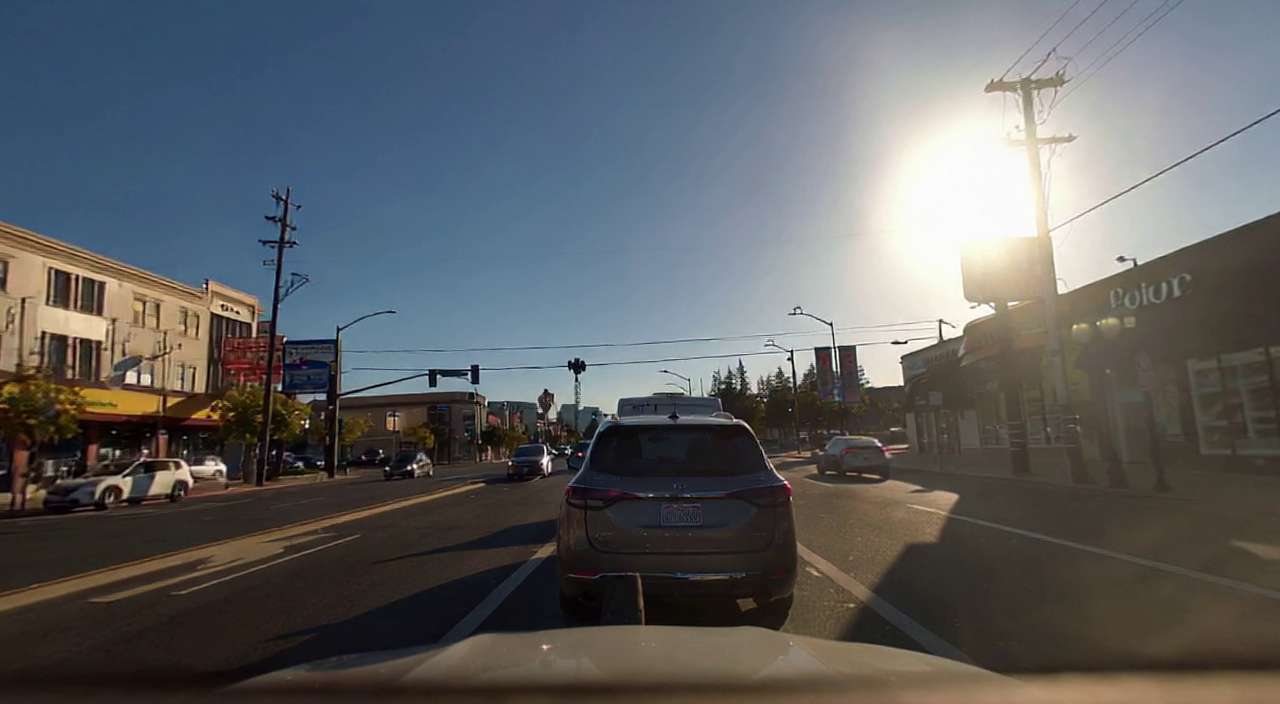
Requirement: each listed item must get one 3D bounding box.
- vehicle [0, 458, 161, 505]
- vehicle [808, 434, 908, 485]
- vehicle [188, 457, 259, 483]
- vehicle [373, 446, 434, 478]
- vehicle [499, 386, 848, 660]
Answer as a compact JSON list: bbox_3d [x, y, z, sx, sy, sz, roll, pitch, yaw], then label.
[{"bbox_3d":[-22.516,5.155,25.439,4.608,1.659,1.981,4,-9,-24],"label":"vehicle"},{"bbox_3d":[7.146,3.557,21.192,1.900,1.507,4.151,0,-8,1],"label":"vehicle"},{"bbox_3d":[-27.879,7.876,42.380,1.861,1.578,4.152,0,-8,1],"label":"vehicle"},{"bbox_3d":[-13.361,6.228,35.915,1.965,1.695,4.284,0,-8,-2],"label":"vehicle"},{"bbox_3d":[0.206,1.332,5.878,2.125,1.669,3.880,0,-8,0],"label":"vehicle"}]
